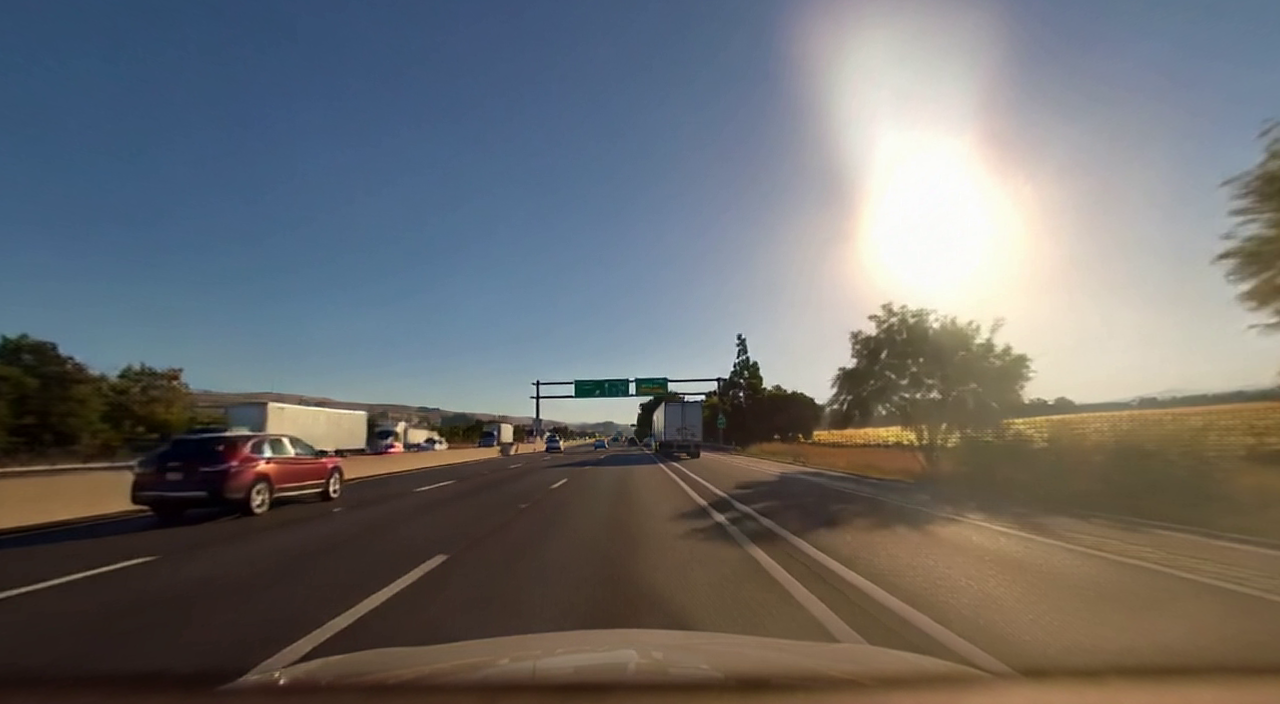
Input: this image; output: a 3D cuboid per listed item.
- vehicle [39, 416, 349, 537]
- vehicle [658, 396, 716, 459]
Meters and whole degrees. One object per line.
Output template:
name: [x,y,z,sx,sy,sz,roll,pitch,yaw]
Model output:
vehicle: [-7.224,2.019,11.023,2.076,1.636,4.597,0,-8,0]
vehicle: [2.964,5.250,43.592,2.760,3.710,12.230,0,-7,-1]
